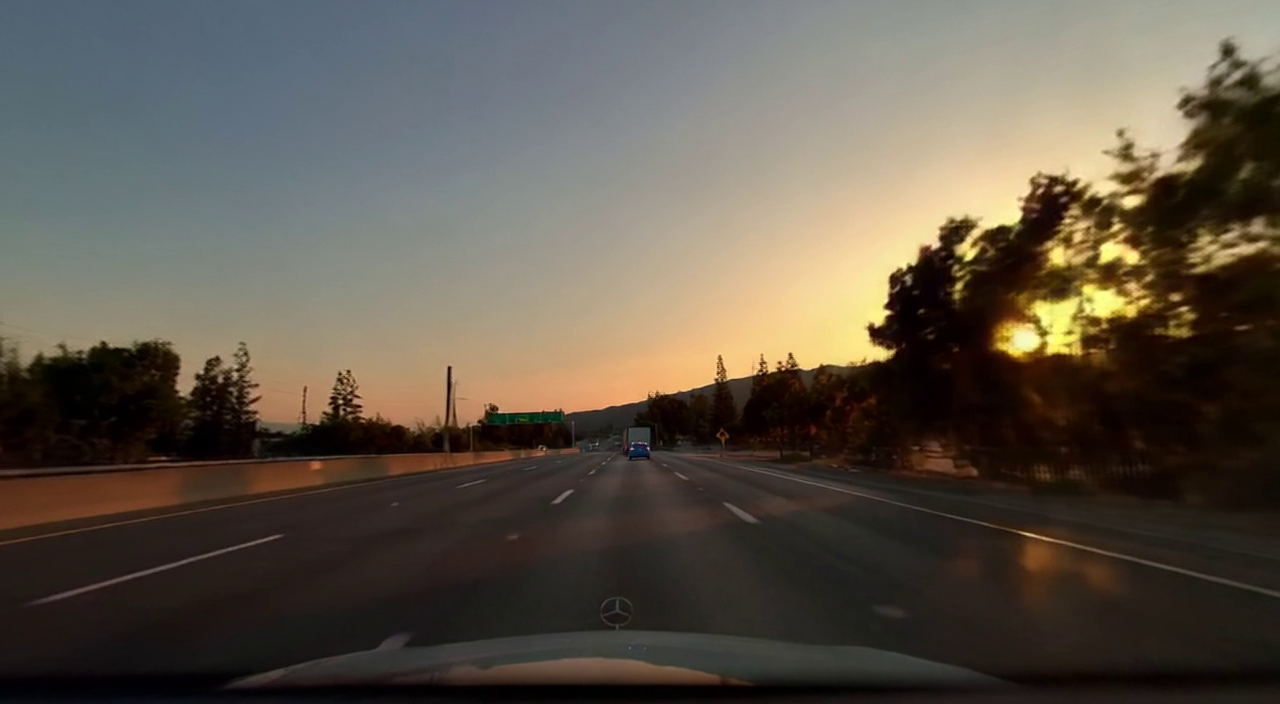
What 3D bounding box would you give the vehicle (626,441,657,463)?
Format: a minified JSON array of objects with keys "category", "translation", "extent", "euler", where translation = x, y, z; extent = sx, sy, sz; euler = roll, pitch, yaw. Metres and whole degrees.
[{"category":"vehicle","translation":[0.075,6.904,43.777],"extent":[2.028,1.440,3.690],"euler":[0,-8,-1]}]
